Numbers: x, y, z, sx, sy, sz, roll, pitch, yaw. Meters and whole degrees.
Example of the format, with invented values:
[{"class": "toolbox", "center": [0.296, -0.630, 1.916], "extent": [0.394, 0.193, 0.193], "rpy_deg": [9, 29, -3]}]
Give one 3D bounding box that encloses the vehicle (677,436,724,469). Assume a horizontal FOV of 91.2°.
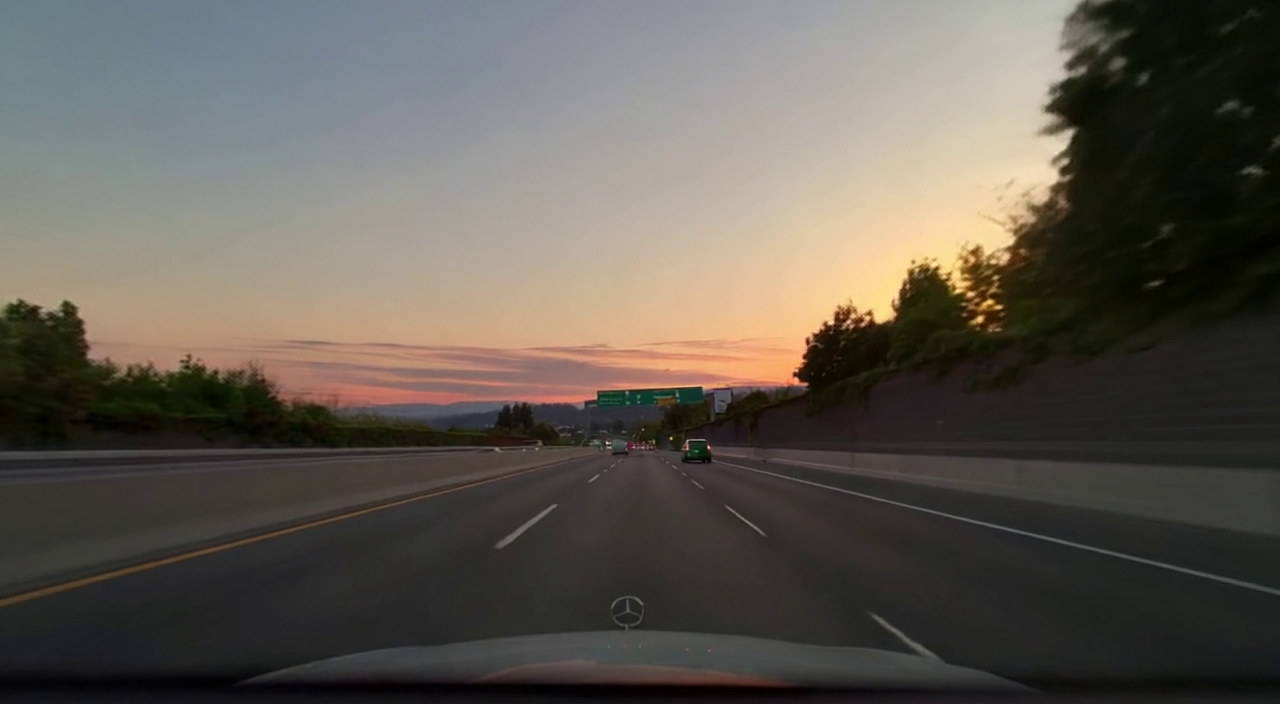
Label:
[{"class": "vehicle", "center": [3.329, 5.606, 35.175], "extent": [2.202, 1.682, 4.188], "rpy_deg": [0, -8, 0]}]
